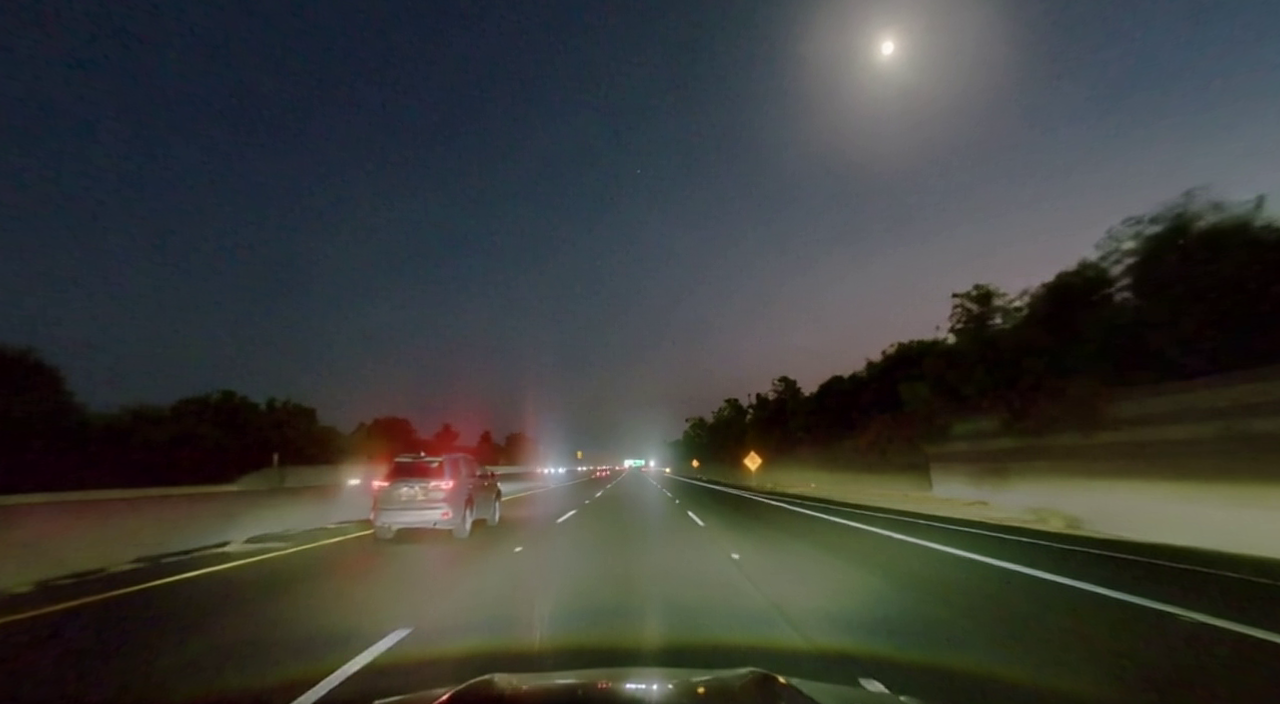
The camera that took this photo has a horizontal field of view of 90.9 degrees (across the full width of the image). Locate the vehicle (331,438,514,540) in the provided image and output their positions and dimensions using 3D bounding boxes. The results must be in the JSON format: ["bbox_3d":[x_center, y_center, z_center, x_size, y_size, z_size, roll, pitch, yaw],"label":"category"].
[{"bbox_3d":[-4.301,2.849,13.527,2.178,1.736,4.847,1,-10,0],"label":"vehicle"}]
